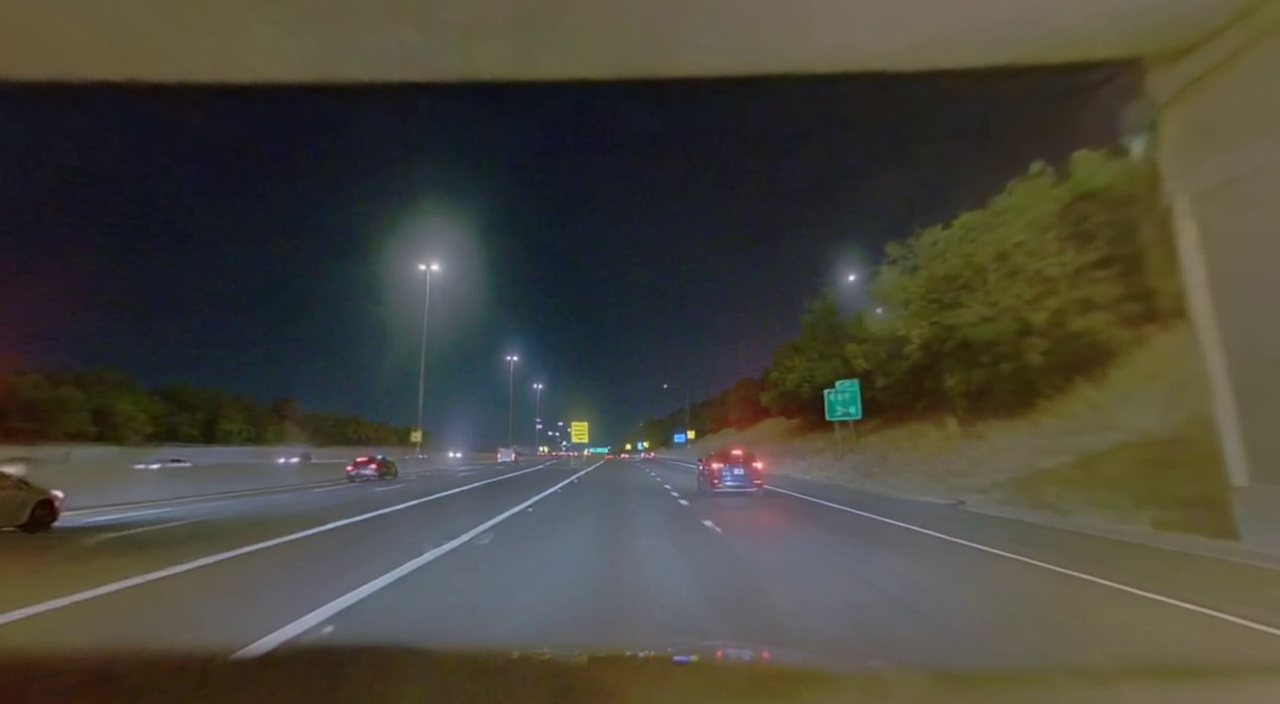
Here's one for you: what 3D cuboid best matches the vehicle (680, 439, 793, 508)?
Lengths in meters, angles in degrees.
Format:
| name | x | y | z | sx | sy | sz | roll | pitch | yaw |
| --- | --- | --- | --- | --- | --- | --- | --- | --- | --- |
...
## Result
| name | x | y | z | sx | sy | sz | roll | pitch | yaw |
| --- | --- | --- | --- | --- | --- | --- | --- | --- | --- |
| vehicle | 2.327 | 3.078 | 16.445 | 2.079 | 1.535 | 4.316 | 1 | -9 | -3 |

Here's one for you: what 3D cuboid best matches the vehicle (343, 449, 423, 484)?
| name | x | y | z | sx | sy | sz | roll | pitch | yaw |
| --- | --- | --- | --- | --- | --- | --- | --- | --- | --- |
| vehicle | -12.384 | 5.526 | 30.733 | 2.072 | 1.545 | 4.687 | 1 | -9 | -3 |
